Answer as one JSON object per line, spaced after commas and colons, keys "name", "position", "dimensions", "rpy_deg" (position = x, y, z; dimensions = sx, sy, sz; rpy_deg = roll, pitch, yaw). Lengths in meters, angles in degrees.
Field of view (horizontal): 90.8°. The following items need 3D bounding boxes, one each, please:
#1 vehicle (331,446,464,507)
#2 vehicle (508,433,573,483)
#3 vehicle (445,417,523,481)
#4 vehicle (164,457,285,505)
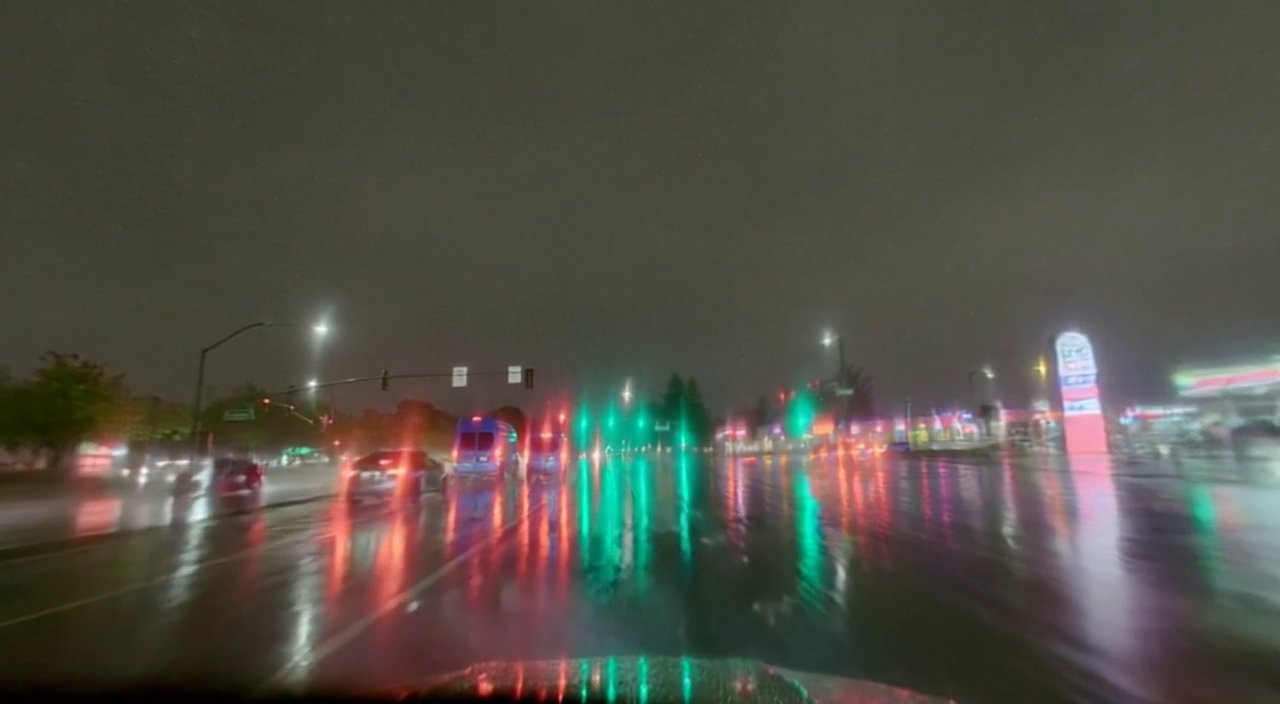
{"name": "vehicle", "position": [-6.696, 3.448, 18.107], "dimensions": [1.993, 1.490, 4.768], "rpy_deg": [0, -9, -1]}
{"name": "vehicle", "position": [-4.399, 4.778, 28.784], "dimensions": [2.206, 2.007, 5.190], "rpy_deg": [0, -9, -1]}
{"name": "vehicle", "position": [-7.185, 4.577, 29.788], "dimensions": [2.405, 2.696, 5.561], "rpy_deg": [0, -9, -2]}
{"name": "vehicle", "position": [-16.238, 5.014, 24.999], "dimensions": [2.045, 1.621, 4.220], "rpy_deg": [0, -9, -3]}
